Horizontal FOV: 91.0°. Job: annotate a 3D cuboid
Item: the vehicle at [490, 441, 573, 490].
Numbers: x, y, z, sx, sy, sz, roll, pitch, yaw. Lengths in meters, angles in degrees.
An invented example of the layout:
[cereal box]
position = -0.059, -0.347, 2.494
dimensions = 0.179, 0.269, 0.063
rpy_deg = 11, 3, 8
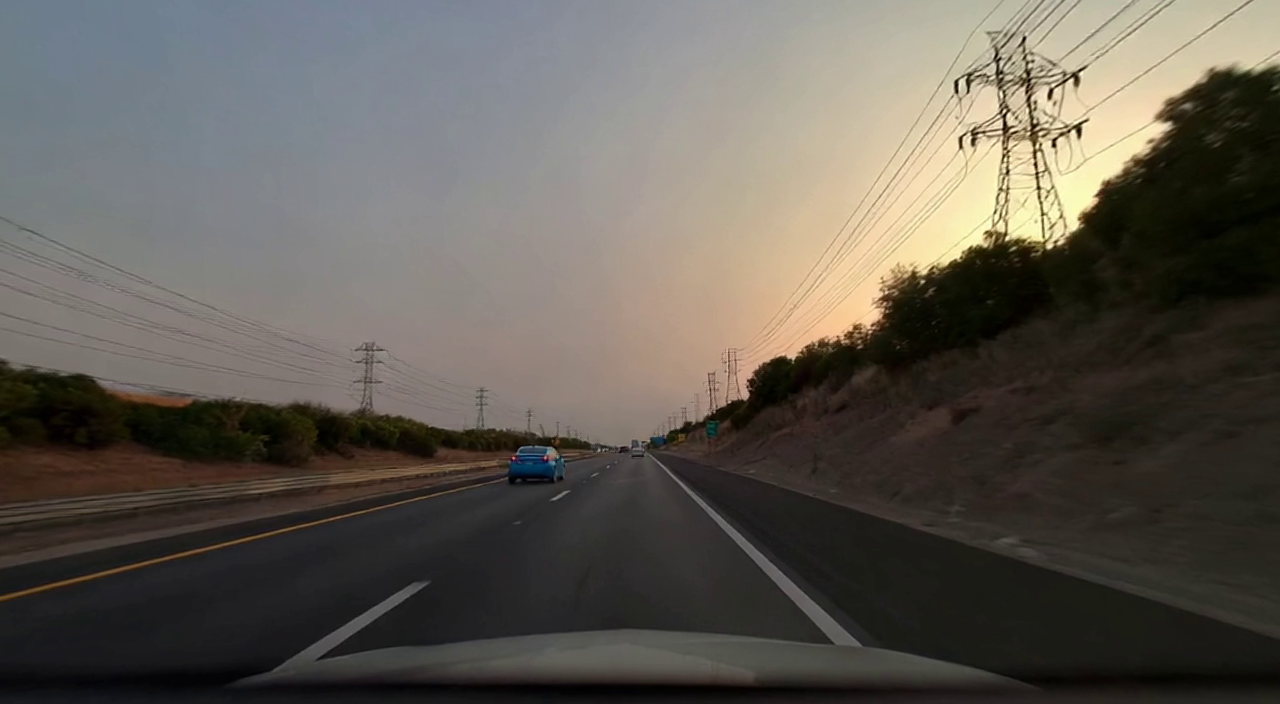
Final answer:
[vehicle]
position = -3.769, 4.026, 22.659
dimensions = 2.106, 1.543, 4.465
rpy_deg = 0, -9, 1
